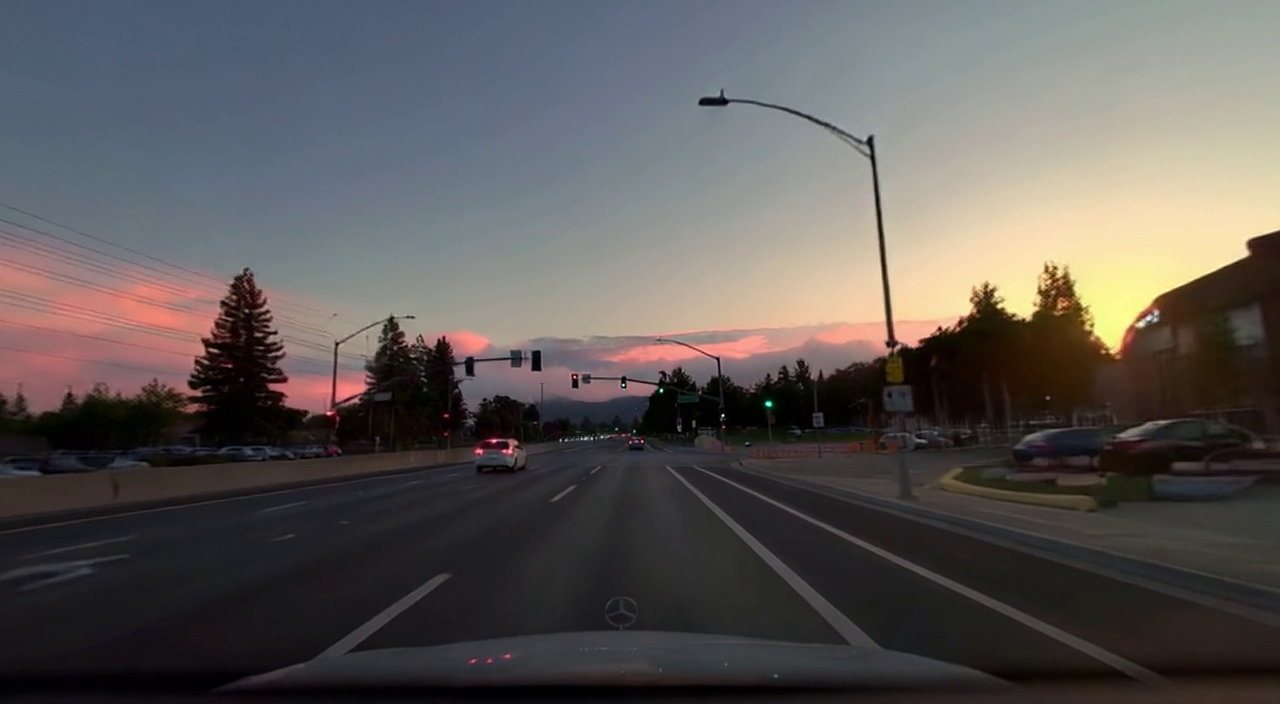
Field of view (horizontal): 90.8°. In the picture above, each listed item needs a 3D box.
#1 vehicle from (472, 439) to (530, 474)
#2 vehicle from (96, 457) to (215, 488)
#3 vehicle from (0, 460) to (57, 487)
[{"bbox_3d":[-6.316,4.782,29.170,1.928,1.451,4.219,0,-8,-3],"label":"vehicle"},{"bbox_3d":[-24.743,6.158,32.363,4.403,1.465,1.928,0,-8,-3],"label":"vehicle"},{"bbox_3d":[-40.074,7.909,41.457,1.856,1.500,4.721,5,-10,-34],"label":"vehicle"}]
